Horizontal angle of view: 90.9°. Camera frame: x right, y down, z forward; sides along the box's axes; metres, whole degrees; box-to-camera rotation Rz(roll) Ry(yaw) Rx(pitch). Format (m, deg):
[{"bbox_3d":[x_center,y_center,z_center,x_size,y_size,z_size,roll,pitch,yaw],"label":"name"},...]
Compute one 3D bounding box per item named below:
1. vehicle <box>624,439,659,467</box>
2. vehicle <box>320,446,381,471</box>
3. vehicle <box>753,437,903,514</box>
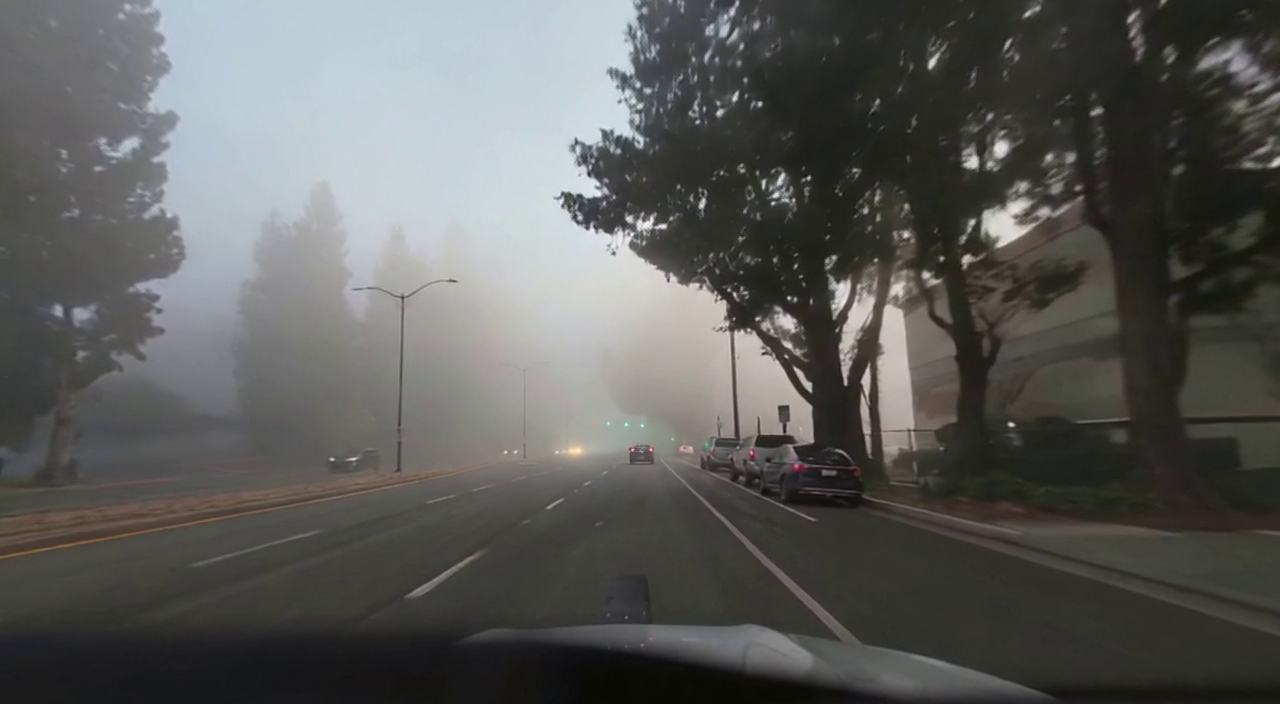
[{"bbox_3d":[0.115,6.635,41.502,2.169,1.751,4.276,0,-8,1],"label":"vehicle"},{"bbox_3d":[-20.925,7.690,45.793,2.238,1.645,4.418,-1,-9,1],"label":"vehicle"},{"bbox_3d":[4.176,2.814,15.016,2.035,1.500,4.912,0,-8,0],"label":"vehicle"}]
